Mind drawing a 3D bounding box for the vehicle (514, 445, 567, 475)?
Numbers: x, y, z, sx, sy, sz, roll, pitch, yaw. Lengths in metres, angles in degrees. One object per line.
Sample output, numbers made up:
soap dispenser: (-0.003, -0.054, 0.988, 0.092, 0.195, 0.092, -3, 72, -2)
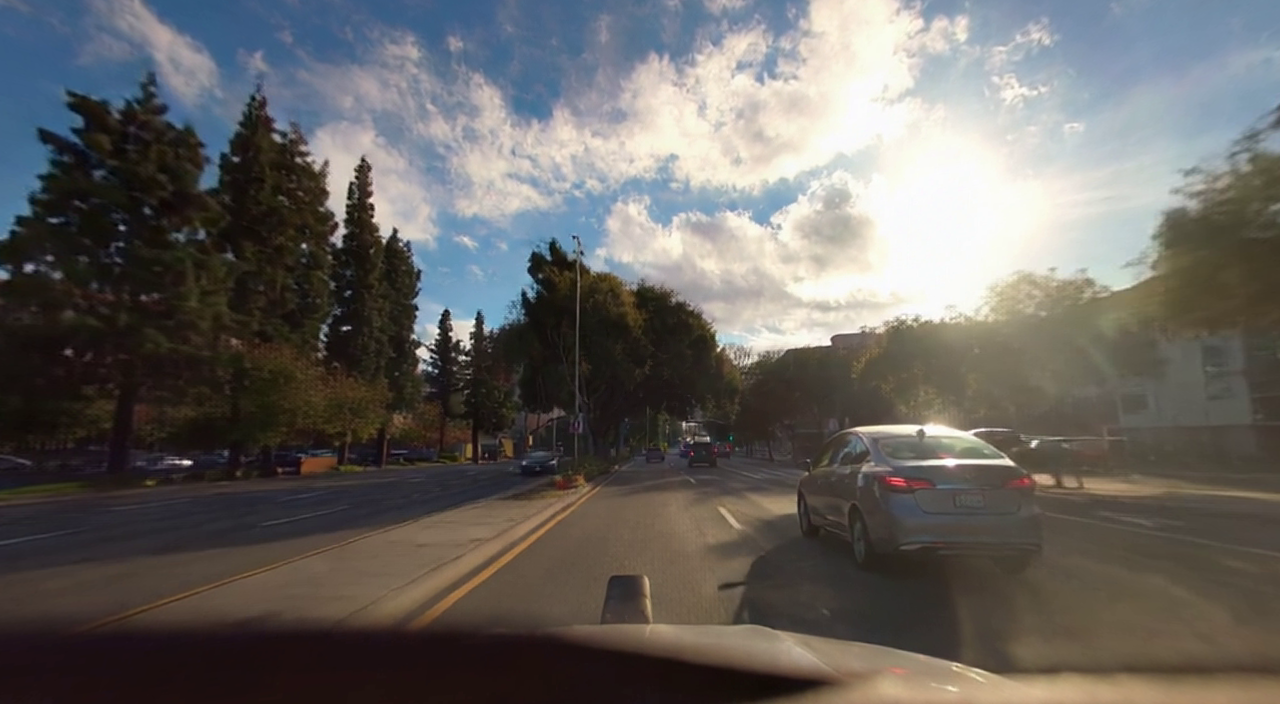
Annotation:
vehicle: (-5.129, 5.607, 33.014, 1.953, 1.462, 4.297, -1, -8, 2)

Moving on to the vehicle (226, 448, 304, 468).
vehicle: (-27.890, 7.889, 46.915, 4.783, 1.452, 1.753, -1, -8, 5)

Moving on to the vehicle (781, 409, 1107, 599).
vehicle: (3.101, 1.613, 7.536, 1.901, 1.634, 3.952, 0, -8, 0)

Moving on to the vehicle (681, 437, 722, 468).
vehicle: (3.882, 6.451, 40.760, 2.154, 1.844, 4.634, 0, -8, 0)
